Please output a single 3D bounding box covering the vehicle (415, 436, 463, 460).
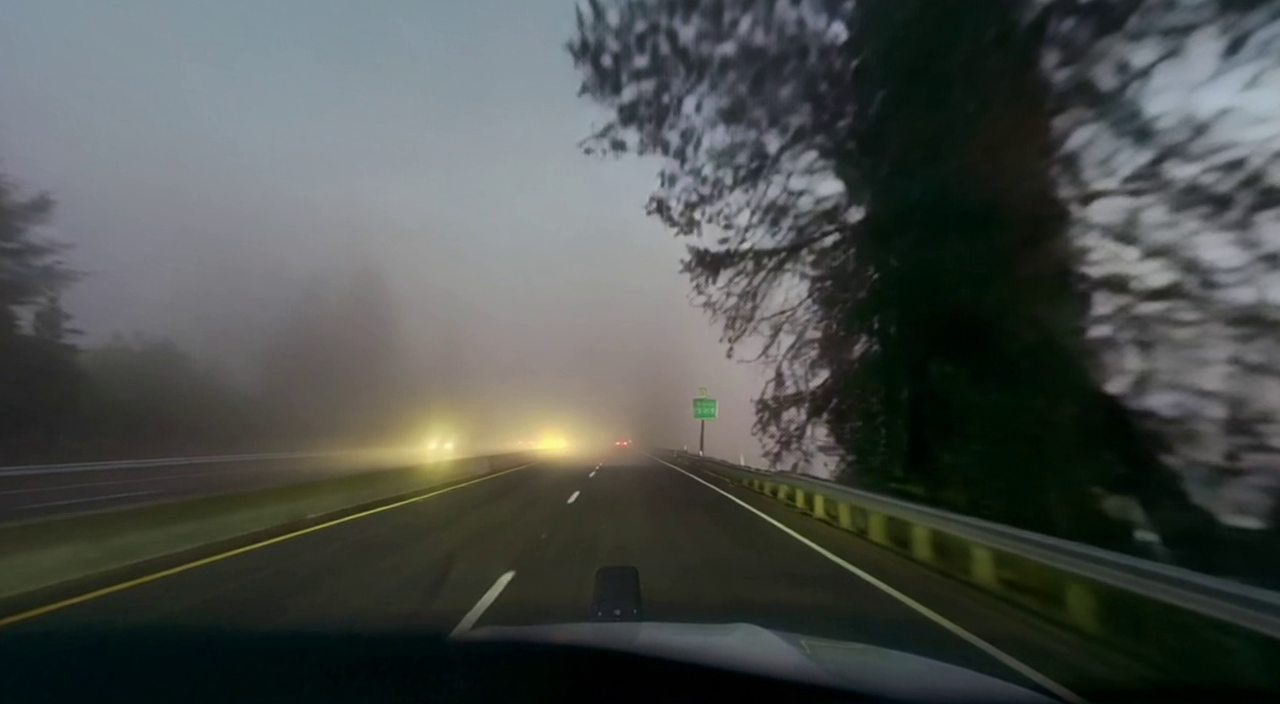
[{"bbox_3d":[-13.590,6.485,42.794,1.972,1.503,3.935,0,-8,0],"label":"vehicle"}]
